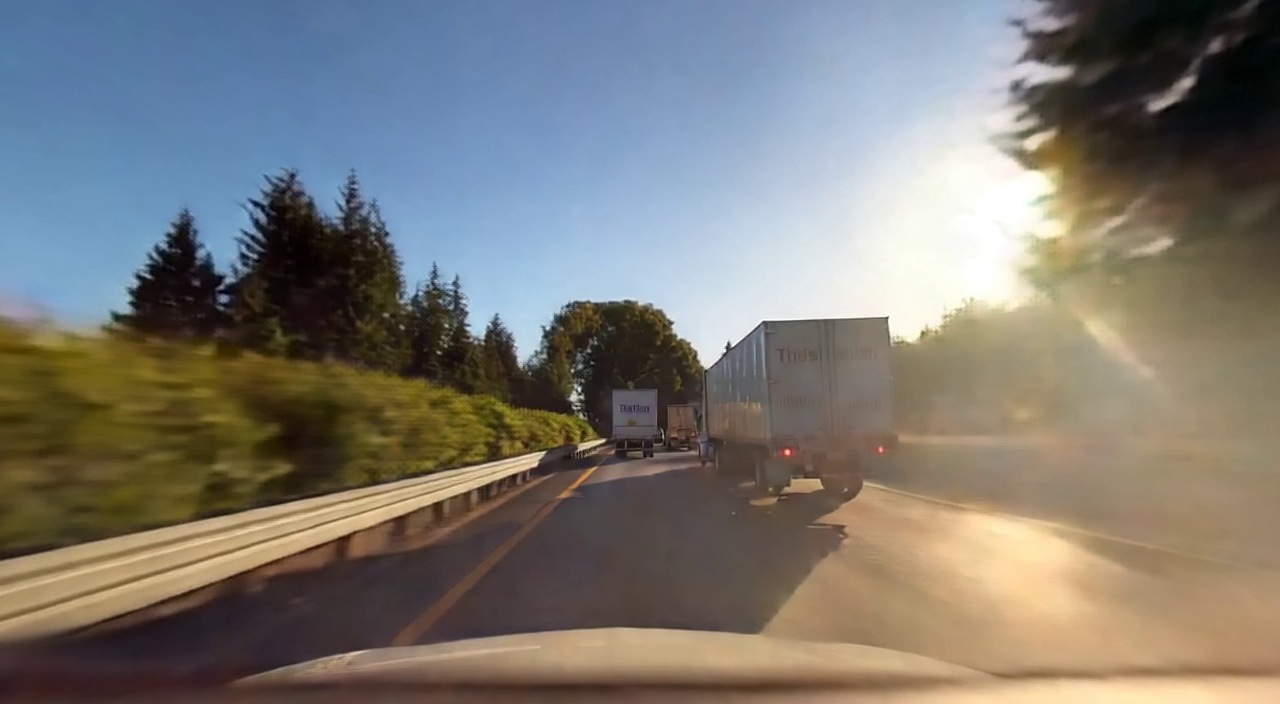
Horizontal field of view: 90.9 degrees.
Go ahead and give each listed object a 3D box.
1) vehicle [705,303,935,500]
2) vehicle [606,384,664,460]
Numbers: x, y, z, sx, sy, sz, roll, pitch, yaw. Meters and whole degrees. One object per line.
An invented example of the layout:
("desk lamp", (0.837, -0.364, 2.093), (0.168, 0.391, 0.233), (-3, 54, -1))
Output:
("vehicle", (4.519, 1.984, 20.538), (2.856, 4.145, 14.500), (0, -8, -1))
("vehicle", (-0.368, 4.326, 37.745), (2.958, 3.917, 10.196), (0, -8, -1))
